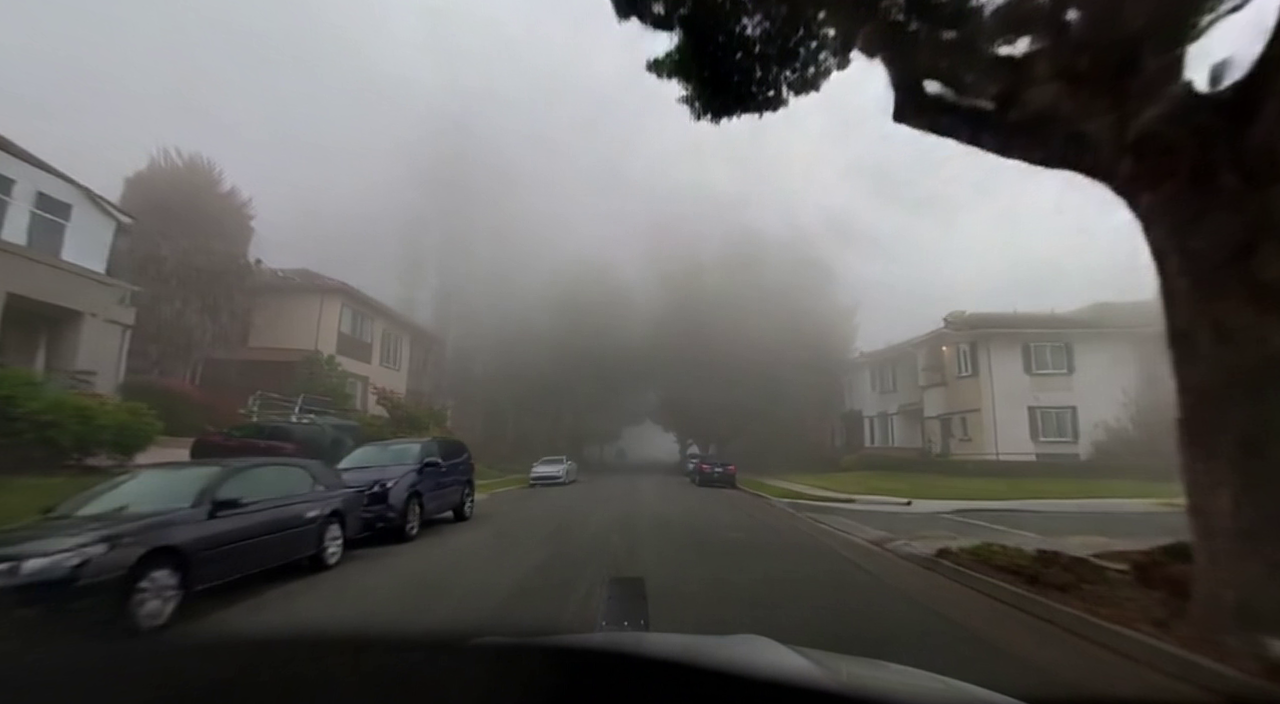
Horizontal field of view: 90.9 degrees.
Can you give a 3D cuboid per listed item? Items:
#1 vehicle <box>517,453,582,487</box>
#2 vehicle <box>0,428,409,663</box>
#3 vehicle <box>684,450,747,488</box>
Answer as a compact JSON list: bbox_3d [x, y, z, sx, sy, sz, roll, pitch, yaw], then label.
[{"bbox_3d":[-3.823,5.091,27.464,1.995,1.330,4.080,0,-9,4],"label":"vehicle"},{"bbox_3d":[-4.317,1.642,6.445,2.086,1.493,4.582,-1,-9,1],"label":"vehicle"},{"bbox_3d":[3.127,5.003,27.270,2.000,1.456,5.251,0,-9,-1],"label":"vehicle"}]
